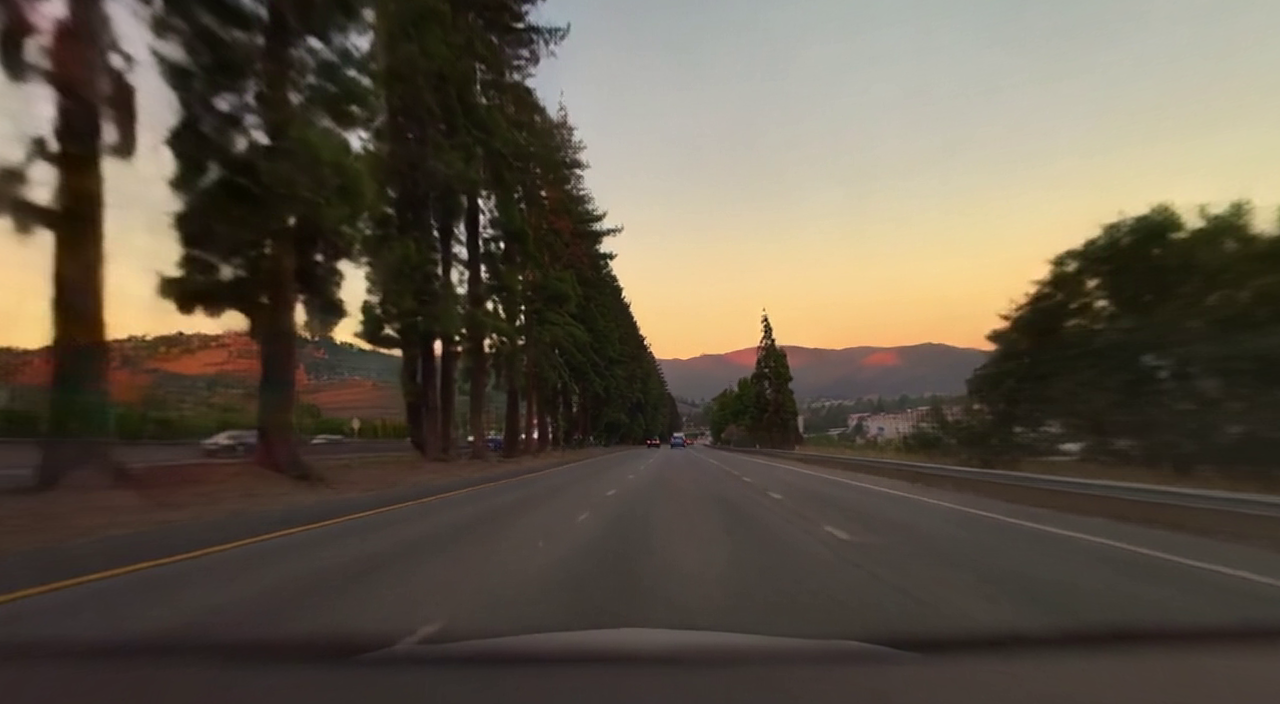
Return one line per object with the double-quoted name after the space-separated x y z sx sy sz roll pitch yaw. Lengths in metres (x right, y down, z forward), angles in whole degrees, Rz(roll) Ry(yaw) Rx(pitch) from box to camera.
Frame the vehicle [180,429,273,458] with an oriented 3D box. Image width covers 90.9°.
-25.798 5.764 39.566 2.385 1.674 4.715 -1 -8 5 "vehicle"
